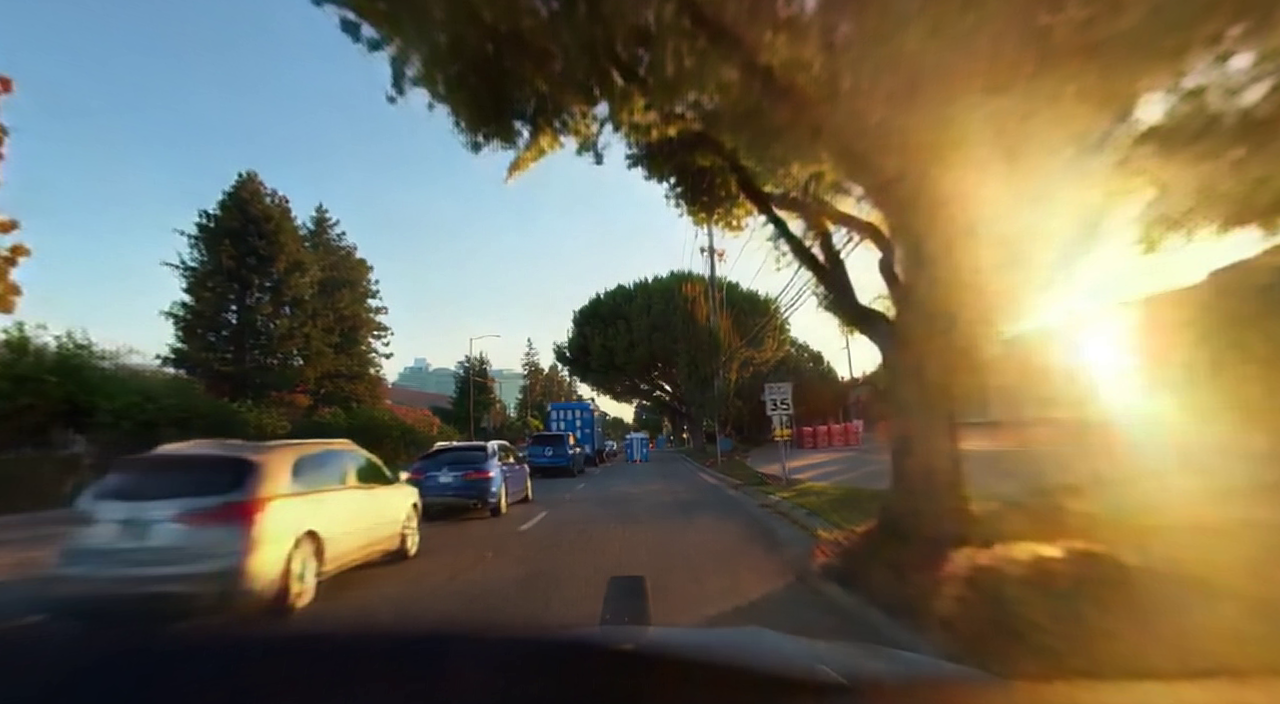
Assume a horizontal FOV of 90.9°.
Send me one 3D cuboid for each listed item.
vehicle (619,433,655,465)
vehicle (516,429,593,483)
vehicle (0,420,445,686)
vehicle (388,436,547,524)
[{"bbox_3d":[-0.190,6.065,39.463,2.117,1.861,4.095,0,-8,0],"label":"vehicle"},{"bbox_3d":[-3.139,3.961,24.282,2.187,1.821,4.748,0,-8,2],"label":"vehicle"},{"bbox_3d":[-3.549,1.480,5.914,1.972,1.486,4.547,0,-8,0],"label":"vehicle"},{"bbox_3d":[-3.252,2.506,12.960,1.966,1.466,4.473,0,-8,0],"label":"vehicle"}]
